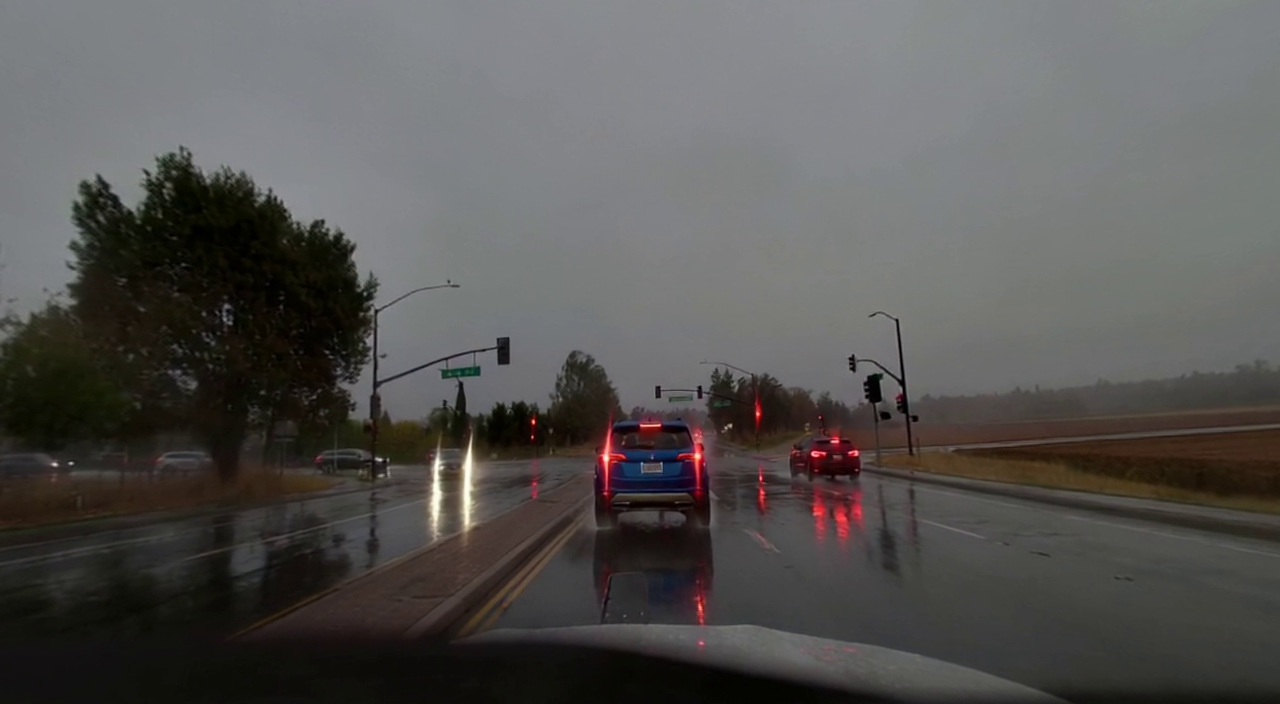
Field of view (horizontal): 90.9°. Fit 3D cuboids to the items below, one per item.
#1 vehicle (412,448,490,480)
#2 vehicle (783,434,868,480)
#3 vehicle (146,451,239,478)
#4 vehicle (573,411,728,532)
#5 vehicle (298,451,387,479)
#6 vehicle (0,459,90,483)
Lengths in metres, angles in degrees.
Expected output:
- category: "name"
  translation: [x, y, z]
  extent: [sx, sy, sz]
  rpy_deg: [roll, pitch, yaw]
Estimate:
- category: "vehicle"
  translation: [-9.722, 5.647, 32.233]
  extent: [2.425, 1.480, 4.707]
  rpy_deg: [5, -10, -34]
- category: "vehicle"
  translation: [7.258, 4.143, 25.185]
  extent: [2.012, 1.636, 4.352]
  rpy_deg: [0, -8, 0]
- category: "vehicle"
  translation: [-29.407, 7.409, 41.511]
  extent: [4.608, 1.680, 2.026]
  rpy_deg: [-1, -8, 3]
- category: "vehicle"
  translation: [0.155, 2.080, 11.472]
  extent: [2.298, 1.770, 4.138]
  rpy_deg: [0, -8, 0]
- category: "vehicle"
  translation: [-18.313, 6.913, 38.857]
  extent: [4.510, 1.606, 2.192]
  rpy_deg: [-2, -9, 15]
- category: "vehicle"
  translation: [-38.846, 7.660, 40.730]
  extent: [4.559, 1.458, 2.265]
  rpy_deg: [-1, -8, 2]
